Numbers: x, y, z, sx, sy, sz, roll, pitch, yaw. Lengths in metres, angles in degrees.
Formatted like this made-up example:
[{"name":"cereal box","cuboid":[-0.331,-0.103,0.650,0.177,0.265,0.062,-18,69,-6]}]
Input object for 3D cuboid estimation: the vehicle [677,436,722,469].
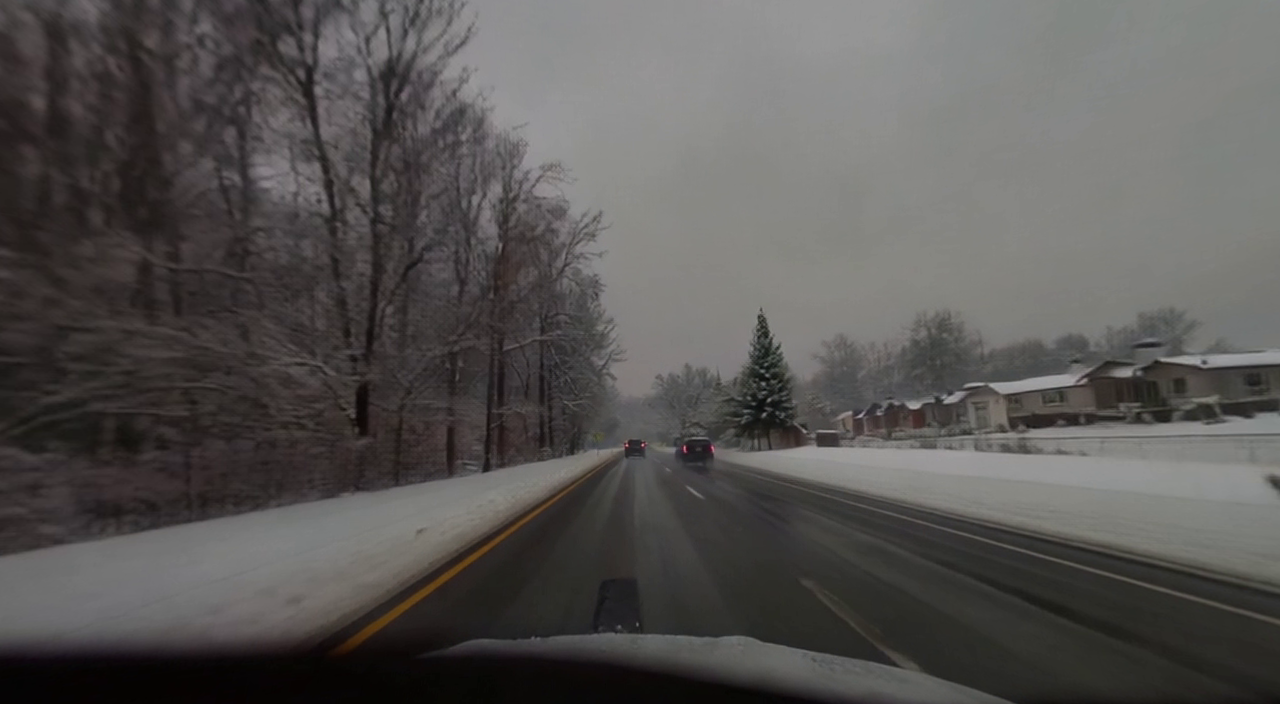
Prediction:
[{"name":"vehicle","cuboid":[3.100,5.346,33.800,1.888,1.640,4.044,0,-8,-2]}]
